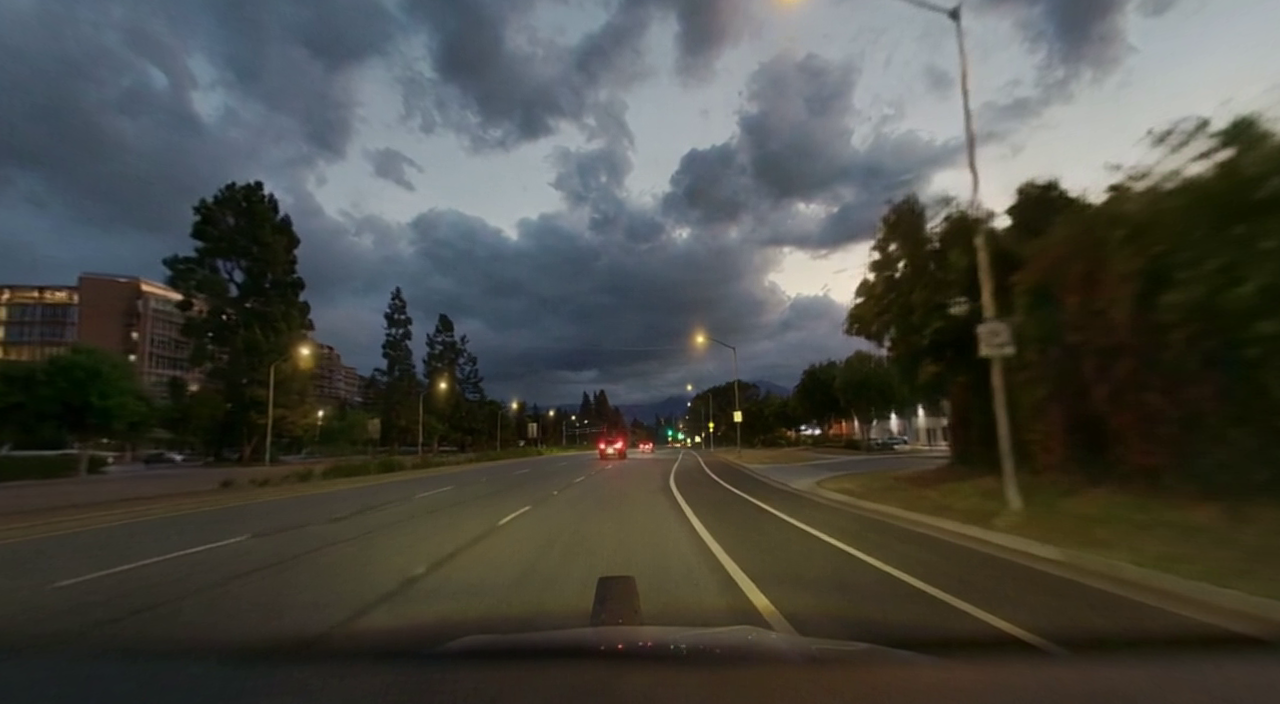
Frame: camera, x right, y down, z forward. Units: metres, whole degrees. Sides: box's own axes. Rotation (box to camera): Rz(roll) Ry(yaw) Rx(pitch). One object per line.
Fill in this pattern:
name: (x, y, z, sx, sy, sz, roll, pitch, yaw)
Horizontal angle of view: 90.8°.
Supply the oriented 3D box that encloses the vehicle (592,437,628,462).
vehicle: (-2.039, 6.871, 44.450, 2.121, 1.654, 3.993, -1, -8, 4)
